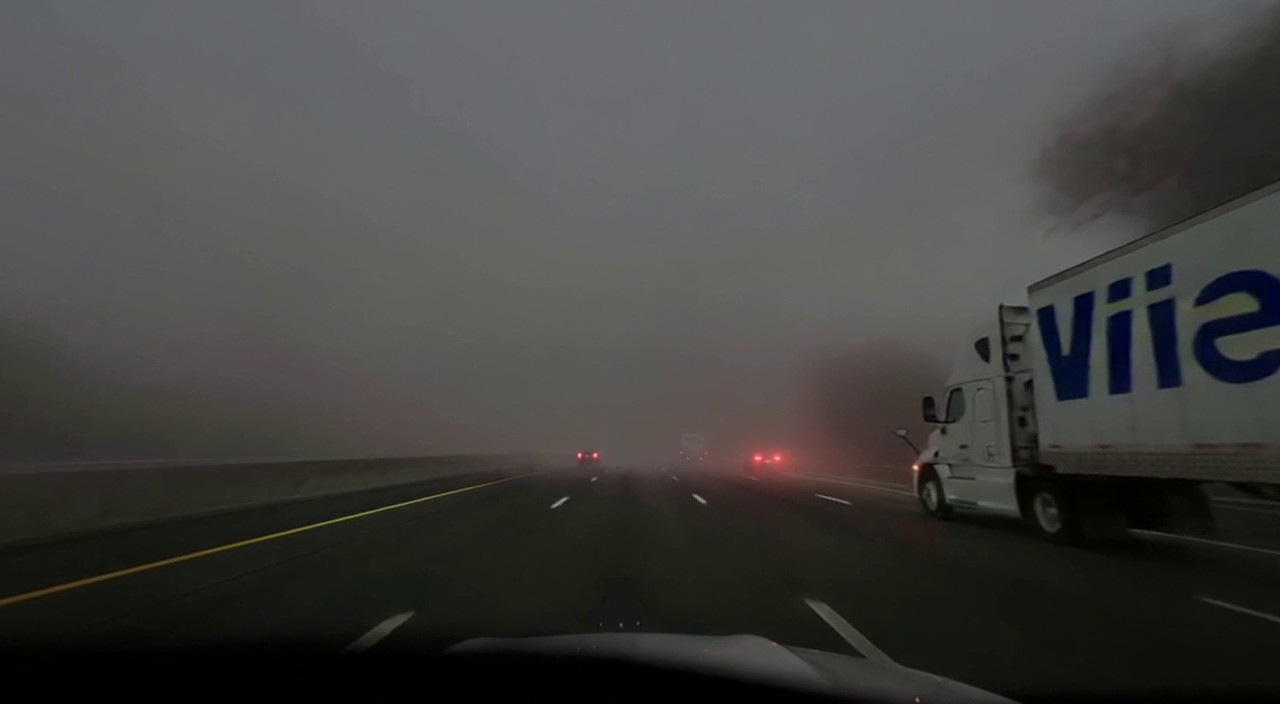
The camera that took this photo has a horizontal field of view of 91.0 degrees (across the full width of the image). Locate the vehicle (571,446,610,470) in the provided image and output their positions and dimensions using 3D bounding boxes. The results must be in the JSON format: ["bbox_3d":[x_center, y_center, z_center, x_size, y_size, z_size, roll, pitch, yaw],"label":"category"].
[{"bbox_3d":[-3.329,7.231,43.142,2.164,1.507,4.748,0,-9,2],"label":"vehicle"}]

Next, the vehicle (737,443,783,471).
[{"bbox_3d":[7.814,6.879,41.421,2.188,1.727,4.381,0,-9,1],"label":"vehicle"}]

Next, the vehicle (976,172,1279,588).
[{"bbox_3d":[7.897,-0.057,4.126,2.912,4.143,15.538,0,-9,0],"label":"vehicle"}]
